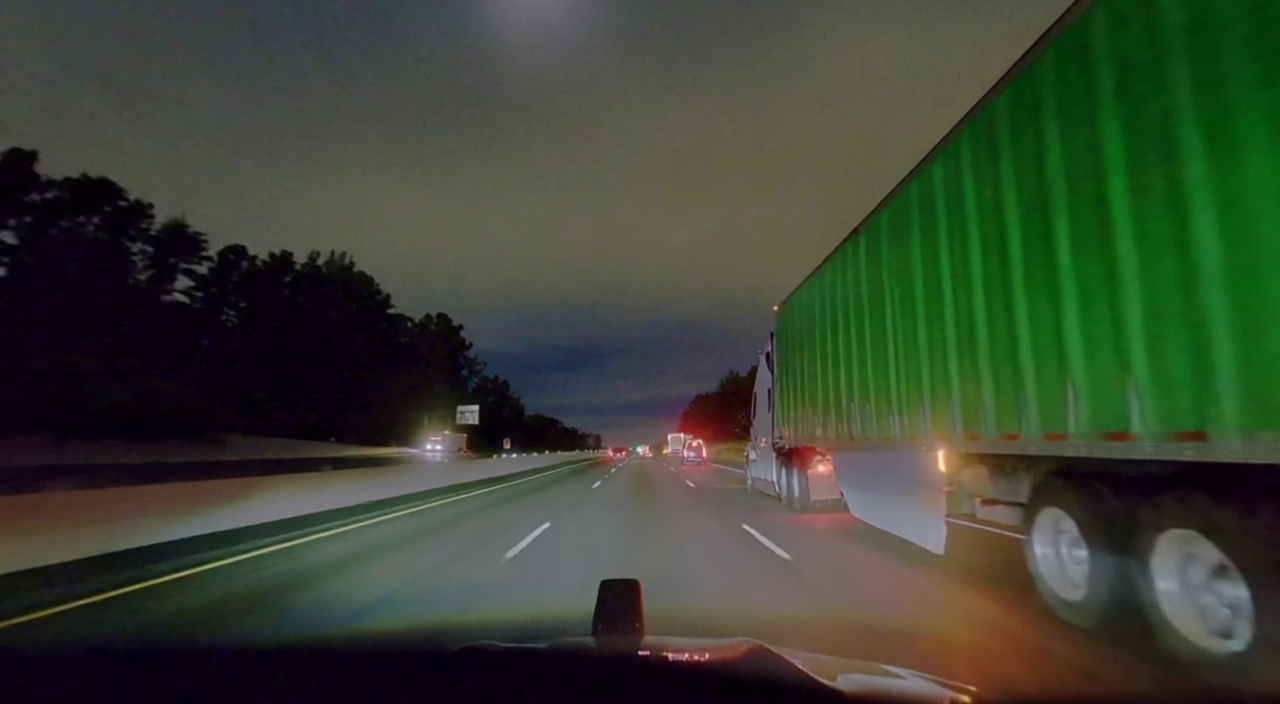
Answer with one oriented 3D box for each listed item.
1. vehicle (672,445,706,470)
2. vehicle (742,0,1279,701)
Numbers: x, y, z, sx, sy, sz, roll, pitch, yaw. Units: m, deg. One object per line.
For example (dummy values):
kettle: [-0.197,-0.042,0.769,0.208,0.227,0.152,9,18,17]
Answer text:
vehicle: [3.307,7.142,42.979,2.019,1.601,3.953,0,-9,1]
vehicle: [4.645,0.504,9.630,3.115,4.407,17.026,0,-9,-1]
